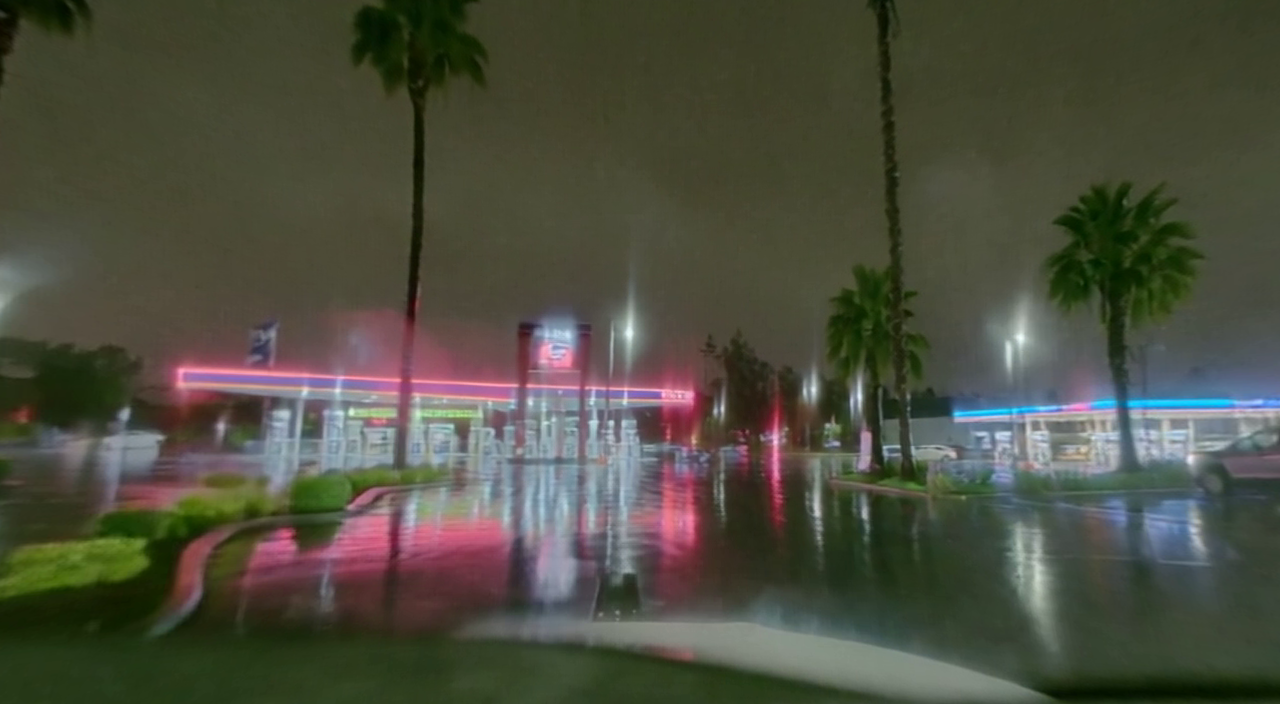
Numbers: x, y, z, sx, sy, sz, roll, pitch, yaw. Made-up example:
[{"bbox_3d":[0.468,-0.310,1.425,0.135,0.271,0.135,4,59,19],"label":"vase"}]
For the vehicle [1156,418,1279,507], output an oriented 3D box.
[{"bbox_3d":[14.339,2.369,13.574,2.028,1.850,4.731,2,-8,-10],"label":"vehicle"}]
